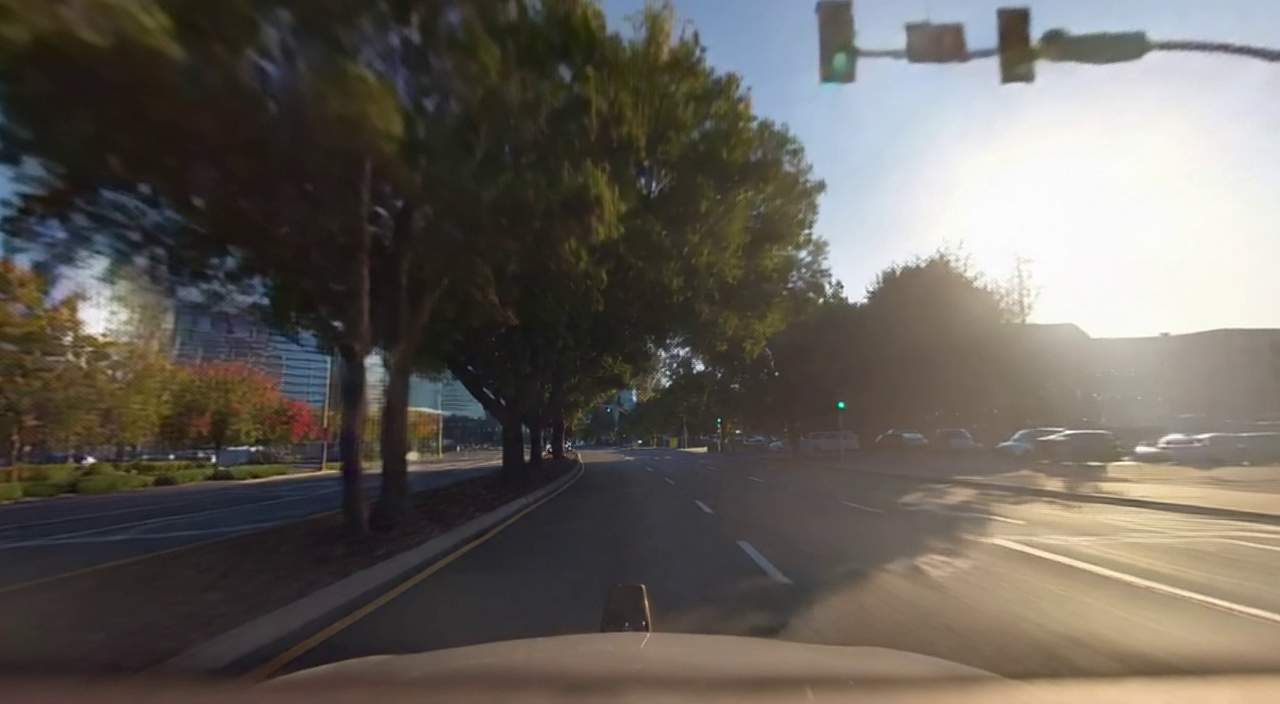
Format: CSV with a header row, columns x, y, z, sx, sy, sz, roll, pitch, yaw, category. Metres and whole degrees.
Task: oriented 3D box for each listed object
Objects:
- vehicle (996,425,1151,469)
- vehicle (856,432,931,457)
x,y,z,sx,sy,sz,roll,pitch,yaw,category
17.053,3.764,24.982,4.510,1.667,2.247,0,-8,-3,vehicle
17.691,6.487,44.198,2.084,1.675,4.966,3,-9,-18,vehicle
